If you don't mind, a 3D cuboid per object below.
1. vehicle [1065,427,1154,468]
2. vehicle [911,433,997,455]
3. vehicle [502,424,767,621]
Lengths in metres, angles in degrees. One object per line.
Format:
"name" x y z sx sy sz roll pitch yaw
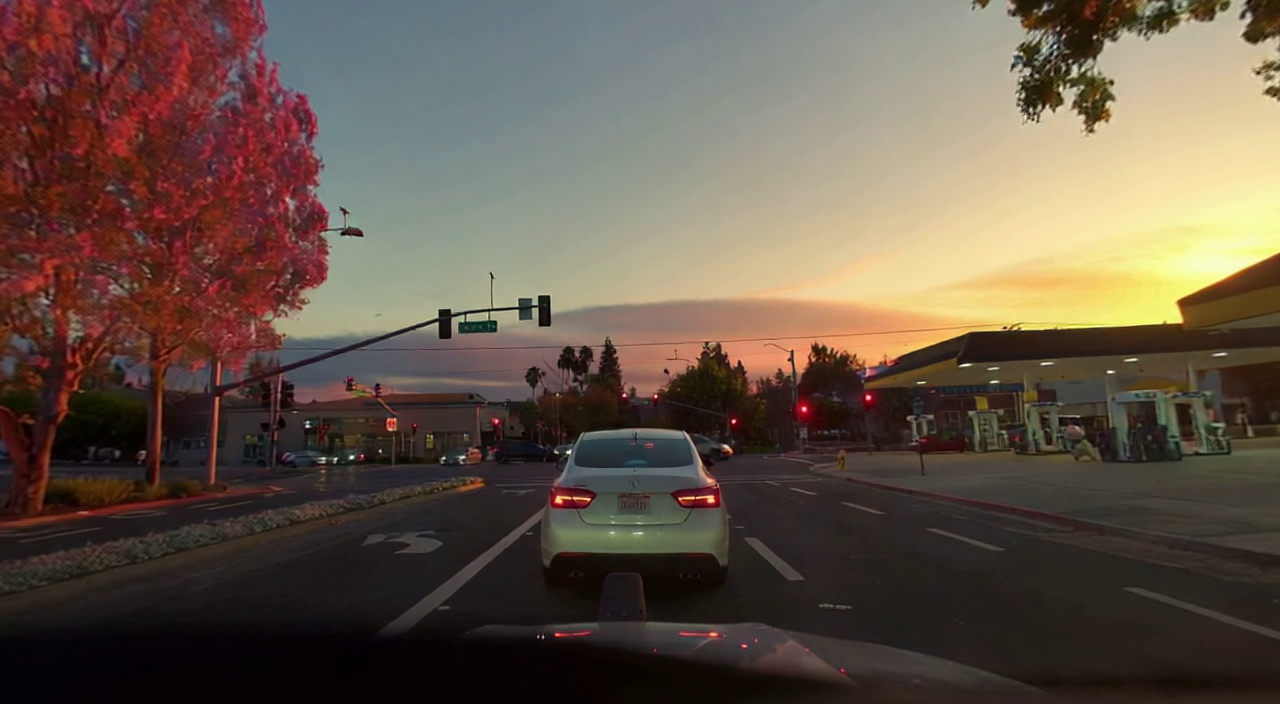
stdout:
"vehicle" 18.577 3.756 24.885 4.091 1.495 2.053 8 -12 -44
"vehicle" 21.553 6.365 43.405 4.813 1.455 1.889 -1 -8 3
"vehicle" -0.043 1.600 6.901 2.010 1.482 4.057 0 -8 0
